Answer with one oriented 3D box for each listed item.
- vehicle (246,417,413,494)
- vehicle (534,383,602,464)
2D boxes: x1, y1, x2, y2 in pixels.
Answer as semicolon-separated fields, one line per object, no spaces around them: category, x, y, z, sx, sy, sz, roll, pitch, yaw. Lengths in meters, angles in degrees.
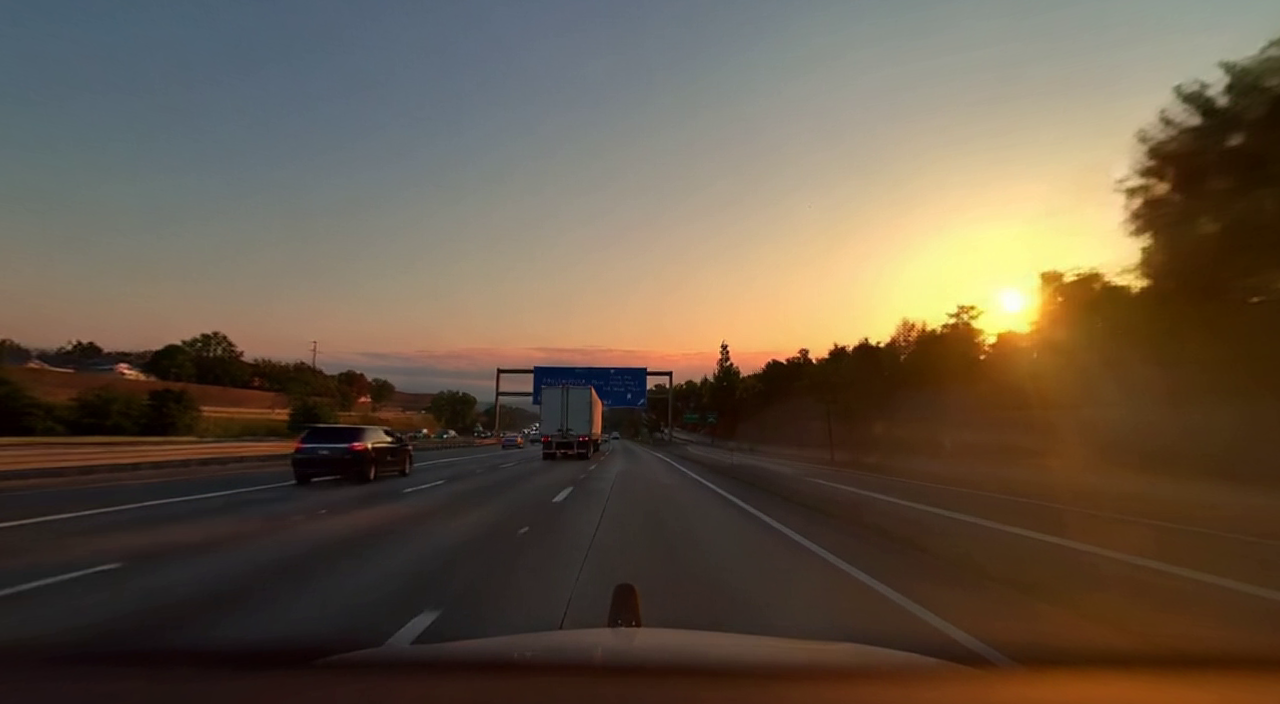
vehicle;-7.683;2.600;16.177;2.075;1.691;4.431;0;-8;-1
vehicle;-3.974;4.457;37.706;3.002;3.987;12.477;-1;-8;-2
